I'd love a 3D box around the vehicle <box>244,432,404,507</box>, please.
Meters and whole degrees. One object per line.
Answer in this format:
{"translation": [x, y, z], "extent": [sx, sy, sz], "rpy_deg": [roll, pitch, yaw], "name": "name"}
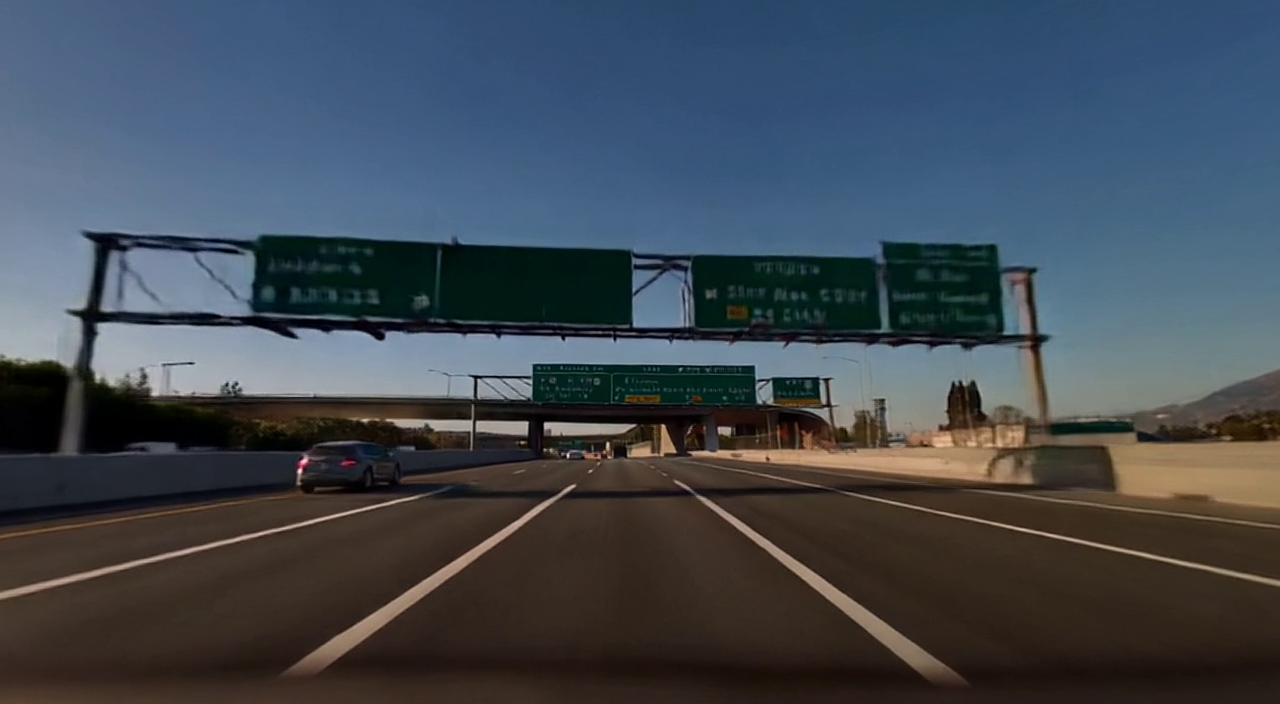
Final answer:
{"translation": [-7.703, 2.888, 15.936], "extent": [1.924, 1.601, 4.115], "rpy_deg": [0, -9, -1], "name": "vehicle"}
